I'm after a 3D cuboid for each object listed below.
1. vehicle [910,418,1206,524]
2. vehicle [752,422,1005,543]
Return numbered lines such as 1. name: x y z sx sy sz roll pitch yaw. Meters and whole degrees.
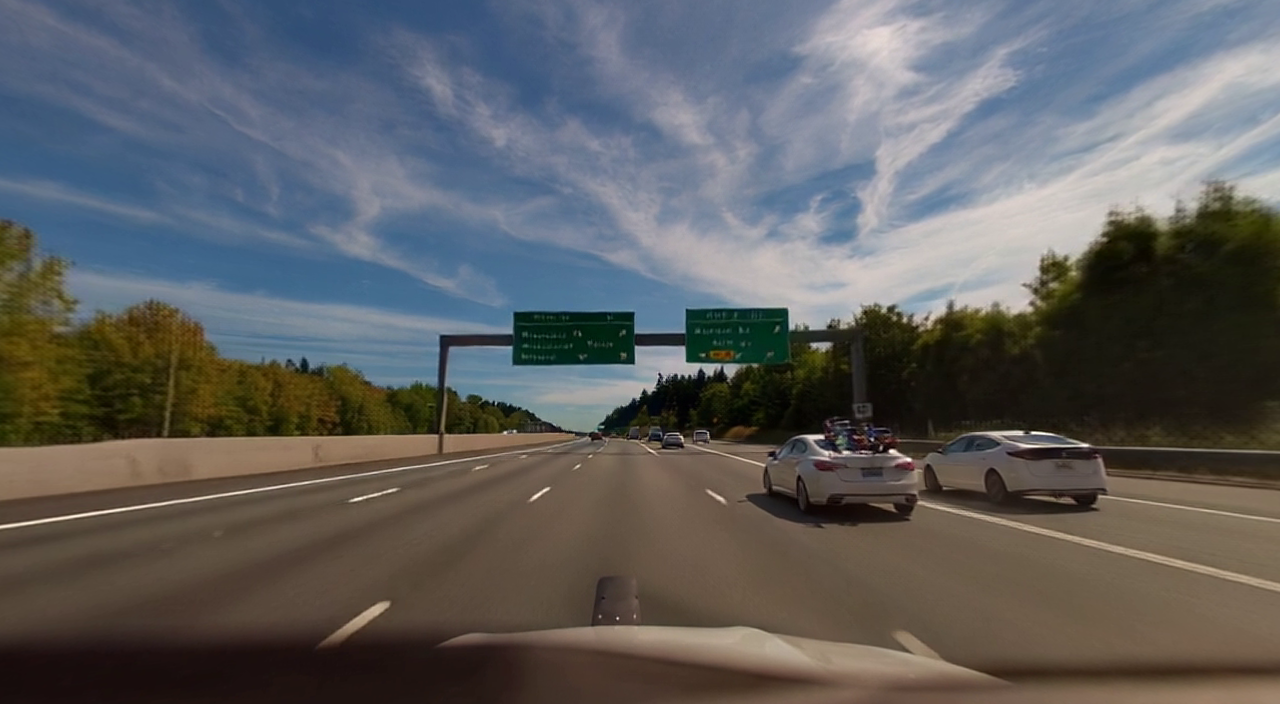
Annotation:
1. vehicle: 7.046 2.023 11.482 2.034 1.511 4.785 0 -8 -2
2. vehicle: 3.310 1.885 9.972 2.094 1.441 4.568 0 -8 -2
